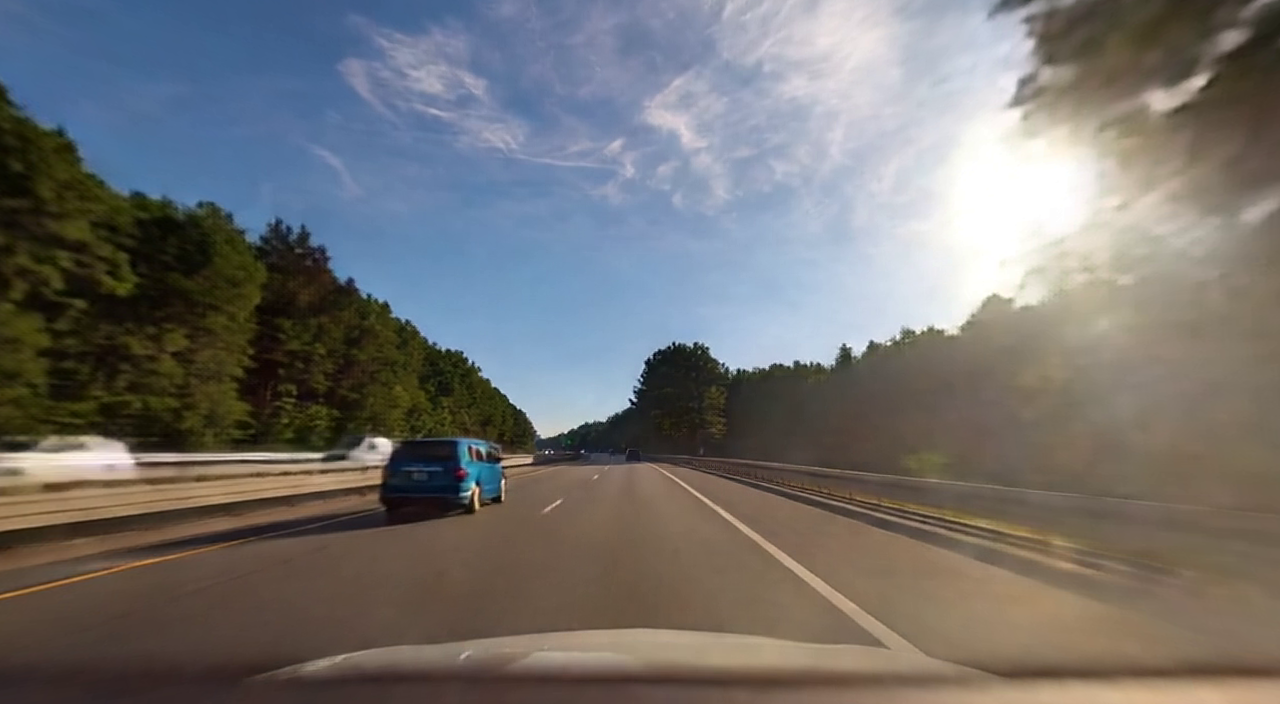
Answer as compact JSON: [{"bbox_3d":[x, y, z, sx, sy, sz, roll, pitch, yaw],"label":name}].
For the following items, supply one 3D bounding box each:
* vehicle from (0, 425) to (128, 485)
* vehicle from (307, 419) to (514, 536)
[{"bbox_3d":[-16.898,2.823,17.300,1.825,1.477,4.578,0,-9,0],"label":"vehicle"},{"bbox_3d":[-3.952,2.267,11.903,2.135,1.755,4.476,0,-9,1],"label":"vehicle"}]
